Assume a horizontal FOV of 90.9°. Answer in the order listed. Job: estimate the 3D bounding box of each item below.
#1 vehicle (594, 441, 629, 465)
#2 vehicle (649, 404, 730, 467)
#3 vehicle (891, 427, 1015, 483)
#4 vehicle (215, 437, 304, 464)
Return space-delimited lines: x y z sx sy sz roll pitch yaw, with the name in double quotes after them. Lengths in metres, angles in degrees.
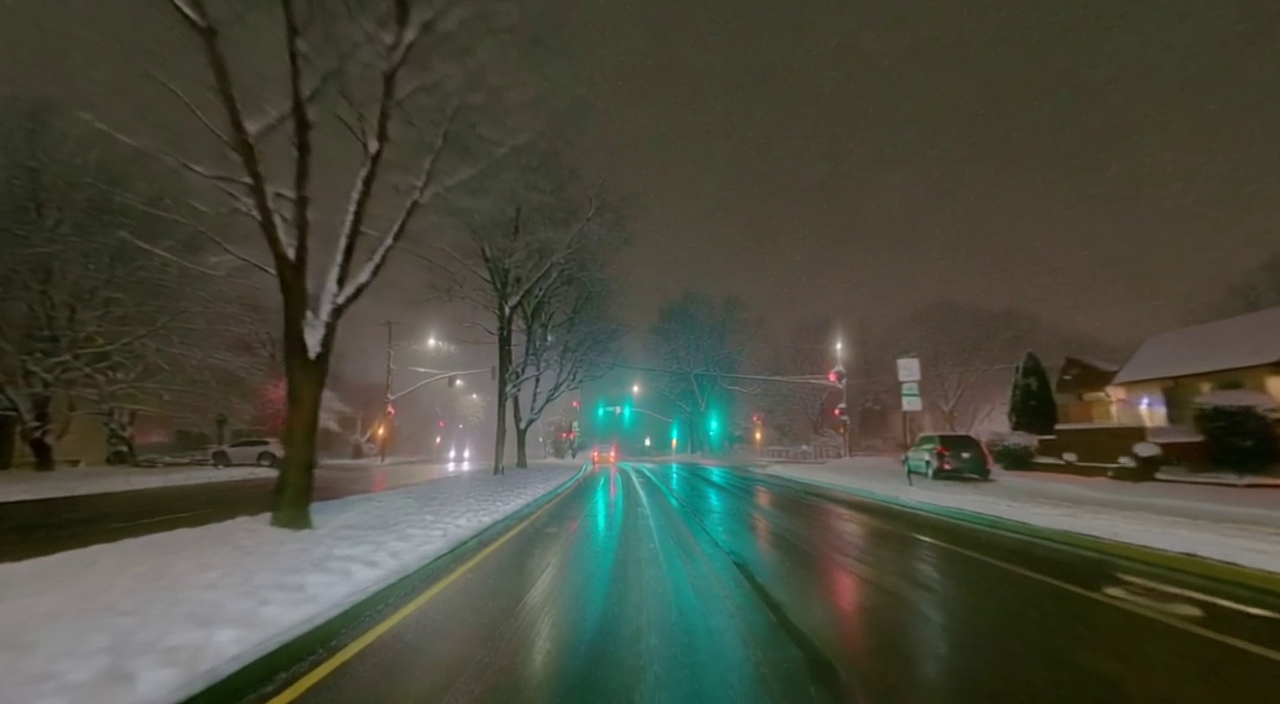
-1.911 6.614 41.338 2.113 1.462 4.203 1 -9 -4 "vehicle"
2.723 5.338 39.609 3.037 3.261 12.926 1 -9 -5 "vehicle"
11.299 3.767 23.261 2.145 1.795 4.992 0 -9 2 "vehicle"
-24.355 6.337 40.516 4.348 1.653 1.948 2 -9 -11 "vehicle"
